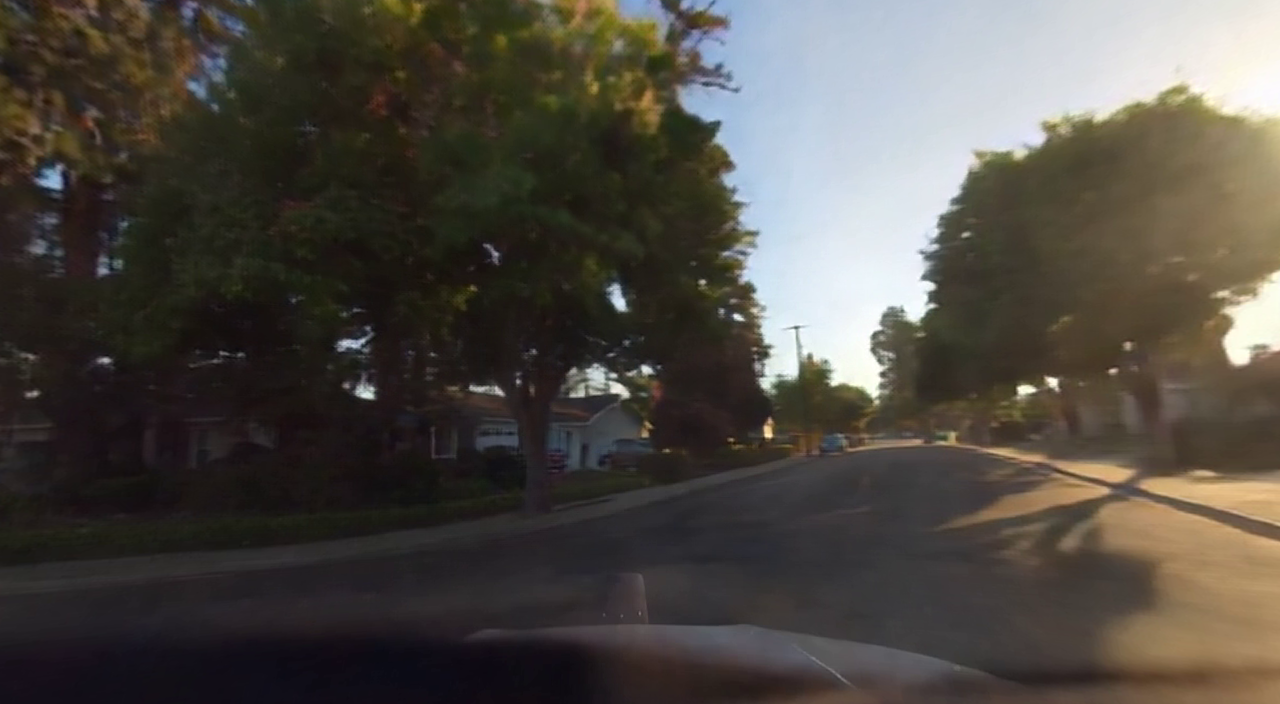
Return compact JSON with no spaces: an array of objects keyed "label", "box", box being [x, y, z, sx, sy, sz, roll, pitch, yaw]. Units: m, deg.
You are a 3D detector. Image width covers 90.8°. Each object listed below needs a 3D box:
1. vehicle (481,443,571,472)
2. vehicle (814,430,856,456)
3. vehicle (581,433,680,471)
[{"label":"vehicle","box":[-6.214,5.734,34.409,4.531,1.470,1.855,-5,-9,24]},{"label":"vehicle","box":[14.637,6.802,47.164,2.319,1.758,4.545,-5,-9,24]},{"label":"vehicle","box":[-0.488,5.003,31.567,4.559,1.745,1.918,-5,-9,21]}]
